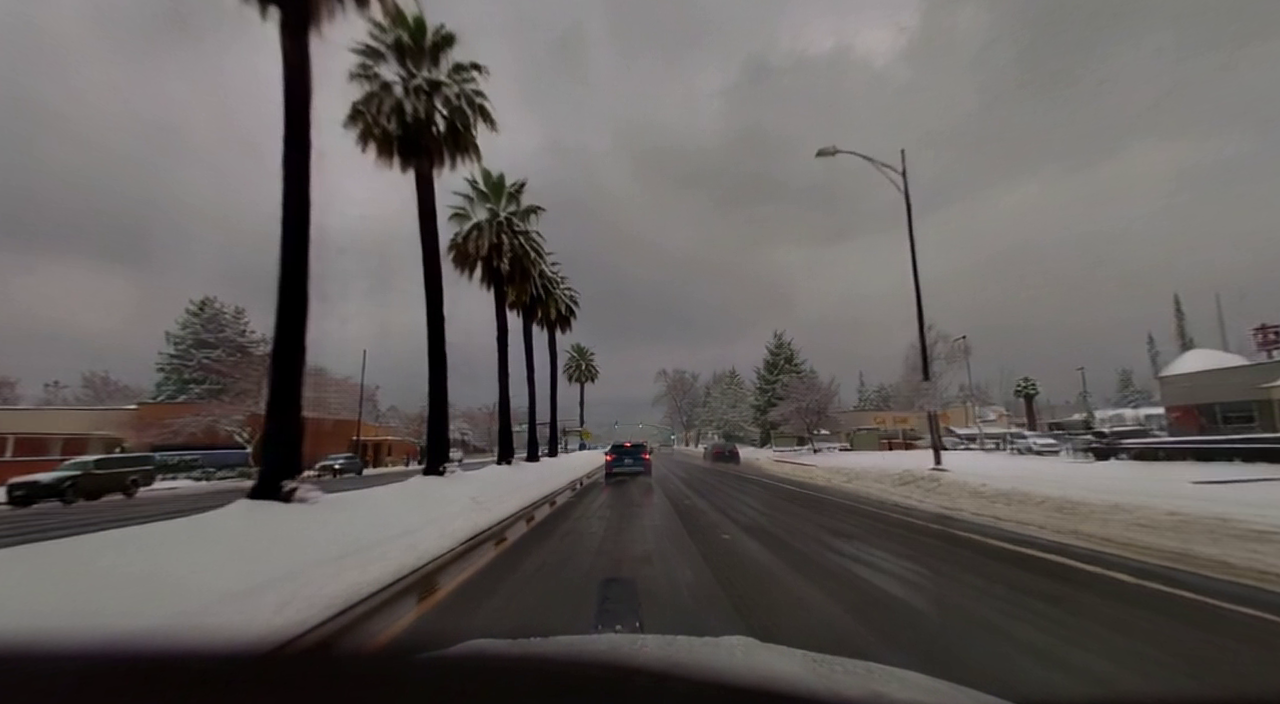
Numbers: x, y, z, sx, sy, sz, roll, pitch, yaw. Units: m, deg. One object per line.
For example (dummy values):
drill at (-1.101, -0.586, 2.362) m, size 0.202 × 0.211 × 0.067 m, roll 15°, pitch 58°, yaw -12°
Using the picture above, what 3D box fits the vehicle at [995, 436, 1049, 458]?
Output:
vehicle at (27.141, 6.762, 44.979) m, size 1.709 × 1.455 × 3.449 m, roll 0°, pitch -9°, yaw 1°

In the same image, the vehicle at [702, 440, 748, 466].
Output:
vehicle at (5.620, 6.775, 42.356) m, size 2.244 × 1.618 × 4.585 m, roll 0°, pitch -9°, yaw -2°

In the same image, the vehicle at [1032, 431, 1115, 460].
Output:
vehicle at (26.948, 5.880, 39.498) m, size 2.045 × 1.690 × 4.761 m, roll -1°, pitch -9°, yaw 3°

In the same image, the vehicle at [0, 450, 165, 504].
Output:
vehicle at (-19.190, 4.249, 22.009) m, size 2.021 × 1.666 × 4.247 m, roll 0°, pitch -9°, yaw -1°

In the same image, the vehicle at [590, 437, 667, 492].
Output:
vehicle at (-0.323, 3.431, 19.470) m, size 2.106 × 1.496 × 3.964 m, roll 0°, pitch -9°, yaw 0°

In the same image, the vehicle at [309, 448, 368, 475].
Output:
vehicle at (-19.536, 7.081, 41.127) m, size 1.862 × 1.606 × 4.071 m, roll 0°, pitch -9°, yaw -1°

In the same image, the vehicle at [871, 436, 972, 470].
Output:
vehicle at (14.984, 5.404, 33.792) m, size 4.358 × 1.732 × 2.129 m, roll 0°, pitch -9°, yaw -3°

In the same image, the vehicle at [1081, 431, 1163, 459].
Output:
vehicle at (29.815, 5.810, 39.244) m, size 1.890 × 1.640 × 4.064 m, roll 0°, pitch -9°, yaw 2°
